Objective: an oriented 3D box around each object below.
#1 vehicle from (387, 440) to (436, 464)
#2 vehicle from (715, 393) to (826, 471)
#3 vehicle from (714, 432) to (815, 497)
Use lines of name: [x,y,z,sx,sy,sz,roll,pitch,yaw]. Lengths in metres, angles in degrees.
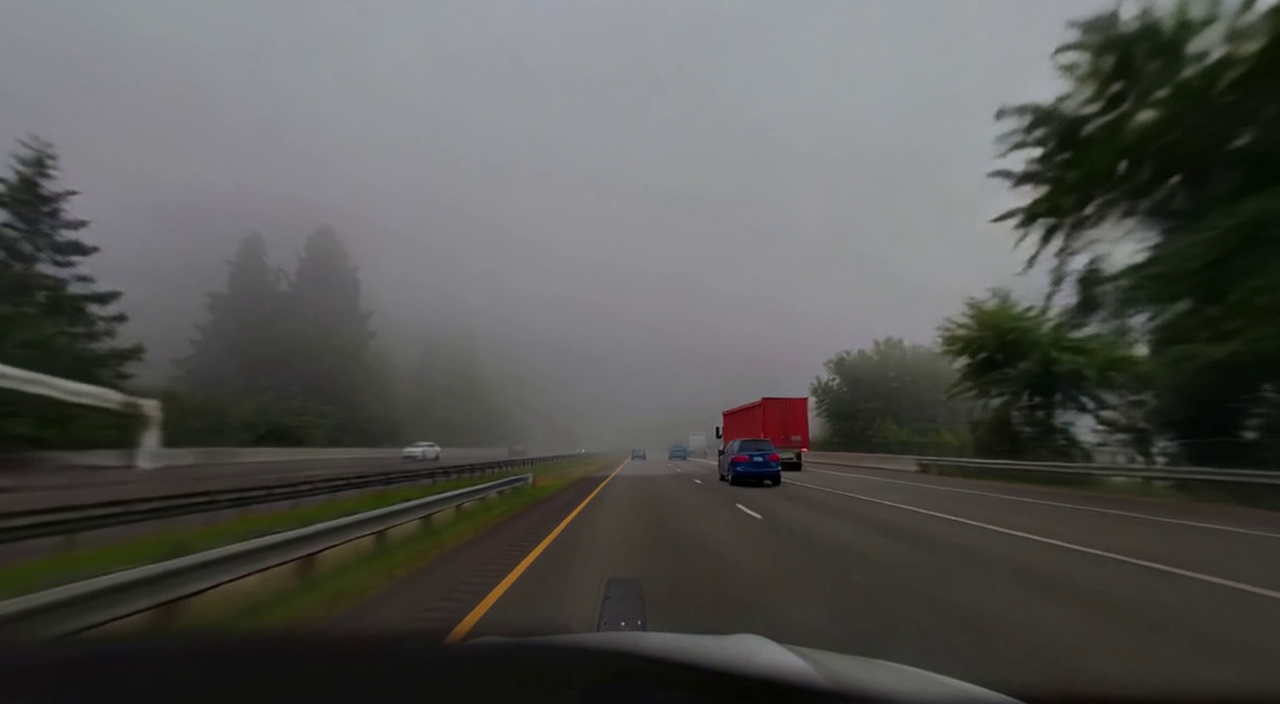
vehicle: [-15.643,6.864,43.311,1.865,1.532,3.932,0,-9,0]
vehicle: [7.798,5.446,41.311,3.441,4.016,16.812,0,-9,-1]
vehicle: [3.471,3.234,18.416,2.022,1.658,4.132,0,-9,-1]
